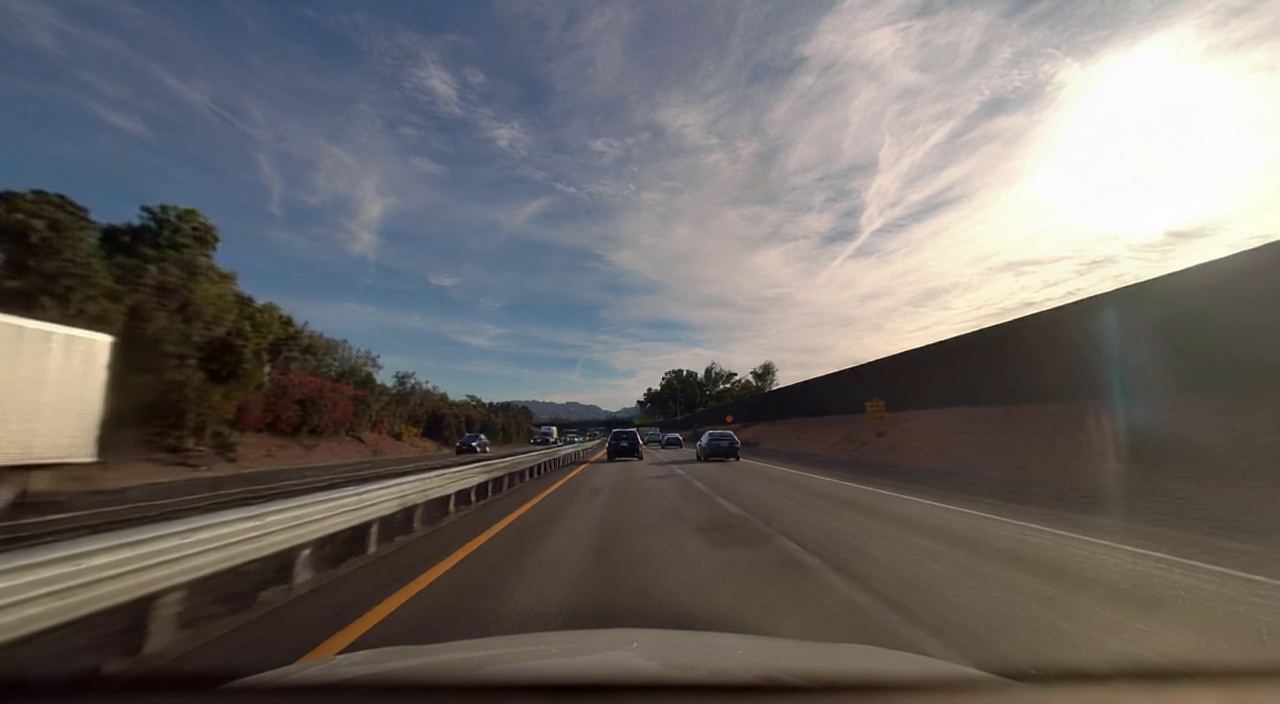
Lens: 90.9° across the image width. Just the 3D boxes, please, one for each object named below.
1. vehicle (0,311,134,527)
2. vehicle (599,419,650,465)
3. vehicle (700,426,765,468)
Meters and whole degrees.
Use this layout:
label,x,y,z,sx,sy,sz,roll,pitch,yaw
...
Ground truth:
label,x,y,z,sx,sy,sz,roll,pitch,yaw
vehicle,-13.549,0.720,7.898,3.084,4.047,14.012,0,-8,-1
vehicle,-0.760,4.312,30.275,2.270,2.044,4.633,0,-8,-2
vehicle,3.772,3.961,26.428,1.981,1.606,3.956,0,-8,-2
